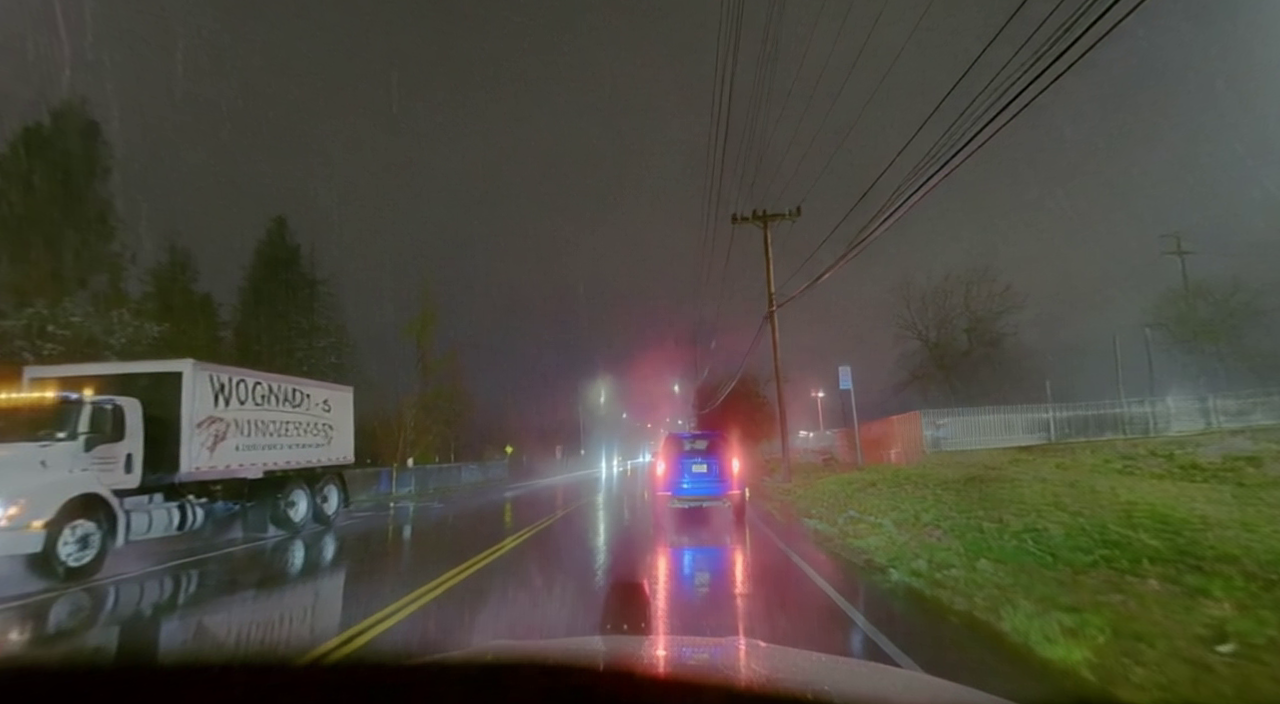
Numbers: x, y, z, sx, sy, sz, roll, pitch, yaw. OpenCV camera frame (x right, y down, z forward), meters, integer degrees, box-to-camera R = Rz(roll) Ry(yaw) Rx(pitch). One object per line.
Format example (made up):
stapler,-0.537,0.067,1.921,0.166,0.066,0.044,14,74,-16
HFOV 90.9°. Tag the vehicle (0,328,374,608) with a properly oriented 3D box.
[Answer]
vehicle,-8.261,1.736,10.516,3.395,3.071,7.634,-7,-6,8

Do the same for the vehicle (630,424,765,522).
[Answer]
vehicle,0.958,2.155,11.671,2.081,1.503,3.726,0,-8,2
